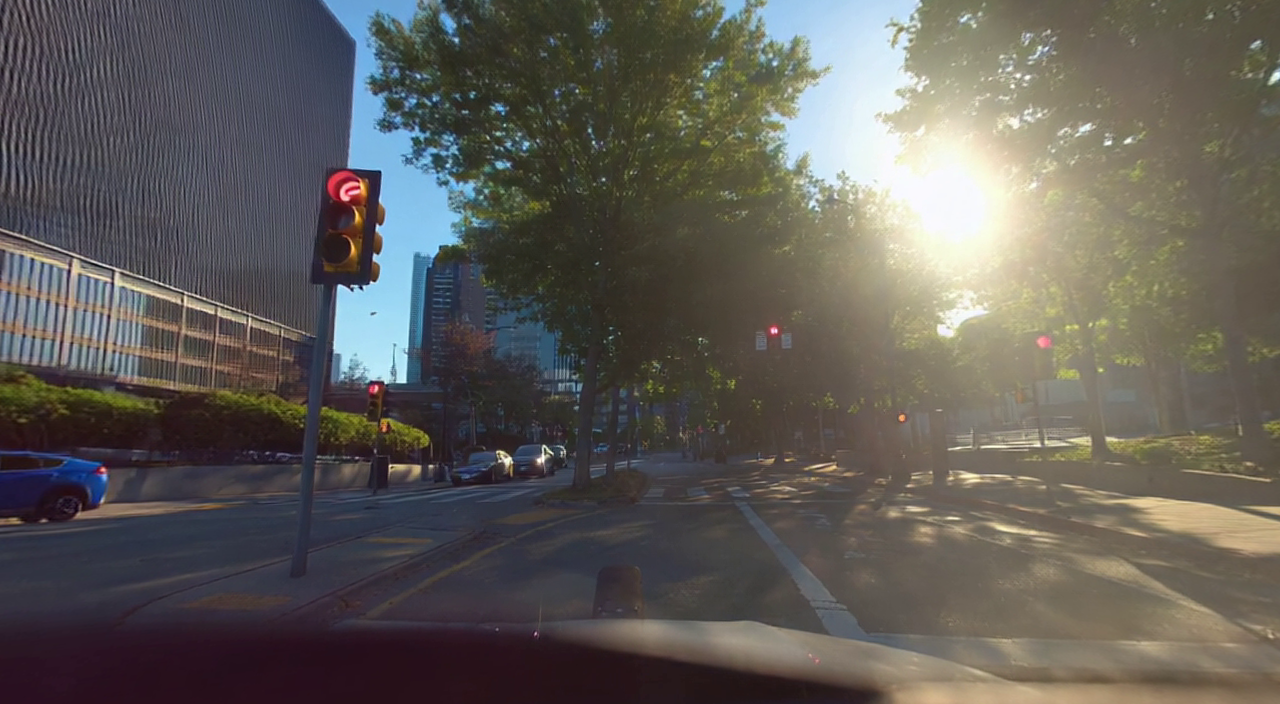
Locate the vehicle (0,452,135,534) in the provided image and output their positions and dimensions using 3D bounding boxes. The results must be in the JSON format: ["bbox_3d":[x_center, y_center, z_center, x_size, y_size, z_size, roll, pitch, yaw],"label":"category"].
[{"bbox_3d":[-12.860,2.715,12.270,4.598,1.490,1.816,7,-11,-40],"label":"vehicle"}]

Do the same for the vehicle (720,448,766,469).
[{"bbox_3d":[7.857,8.129,48.414,1.829,1.440,4.384,2,-9,-14],"label":"vehicle"}]
